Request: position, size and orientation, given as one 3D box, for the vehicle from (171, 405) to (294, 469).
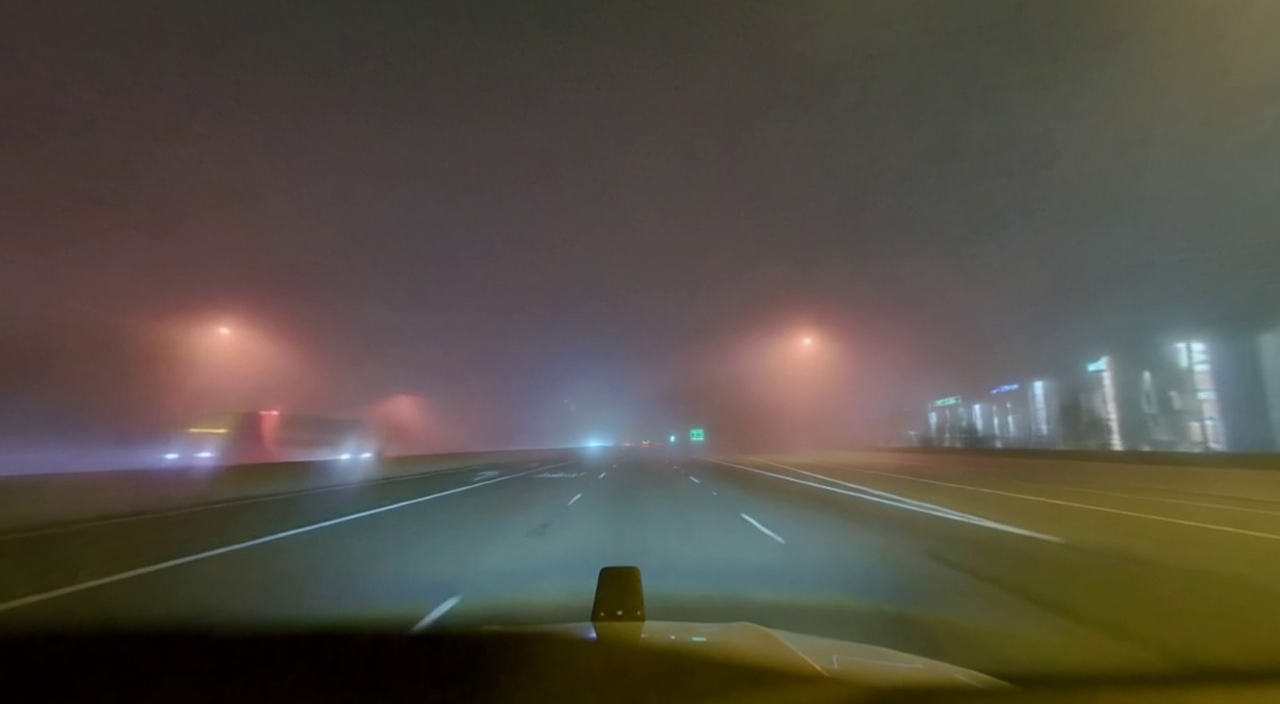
[{"bbox_3d":[-30.969,6.617,48.521,2.979,4.421,9.285,0,-9,1],"label":"vehicle"}]
